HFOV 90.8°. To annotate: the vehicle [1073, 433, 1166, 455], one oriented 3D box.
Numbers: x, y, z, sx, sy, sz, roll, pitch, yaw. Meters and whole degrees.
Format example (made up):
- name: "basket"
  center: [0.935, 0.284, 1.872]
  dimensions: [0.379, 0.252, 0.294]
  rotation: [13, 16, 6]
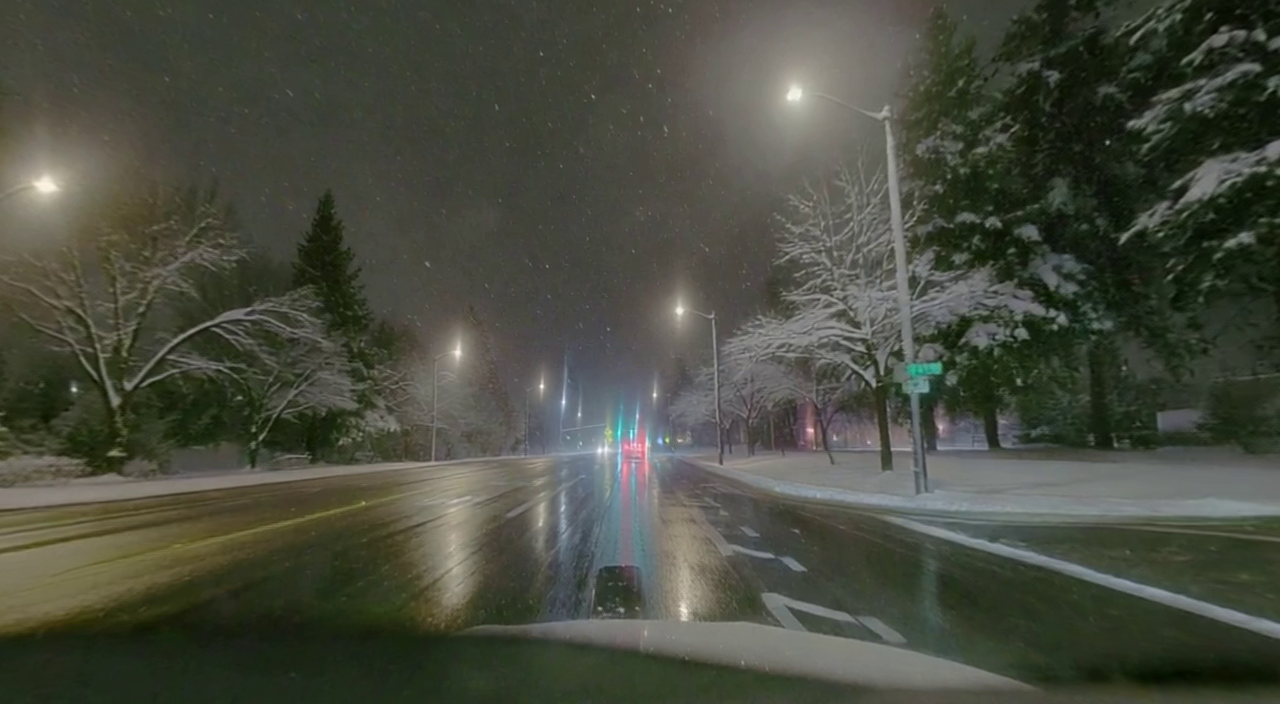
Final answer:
- name: "vehicle"
  center: [33.367, 6.412, 44.052]
  dimensions: [4.864, 1.474, 1.871]
  rotation: [0, -8, 2]
